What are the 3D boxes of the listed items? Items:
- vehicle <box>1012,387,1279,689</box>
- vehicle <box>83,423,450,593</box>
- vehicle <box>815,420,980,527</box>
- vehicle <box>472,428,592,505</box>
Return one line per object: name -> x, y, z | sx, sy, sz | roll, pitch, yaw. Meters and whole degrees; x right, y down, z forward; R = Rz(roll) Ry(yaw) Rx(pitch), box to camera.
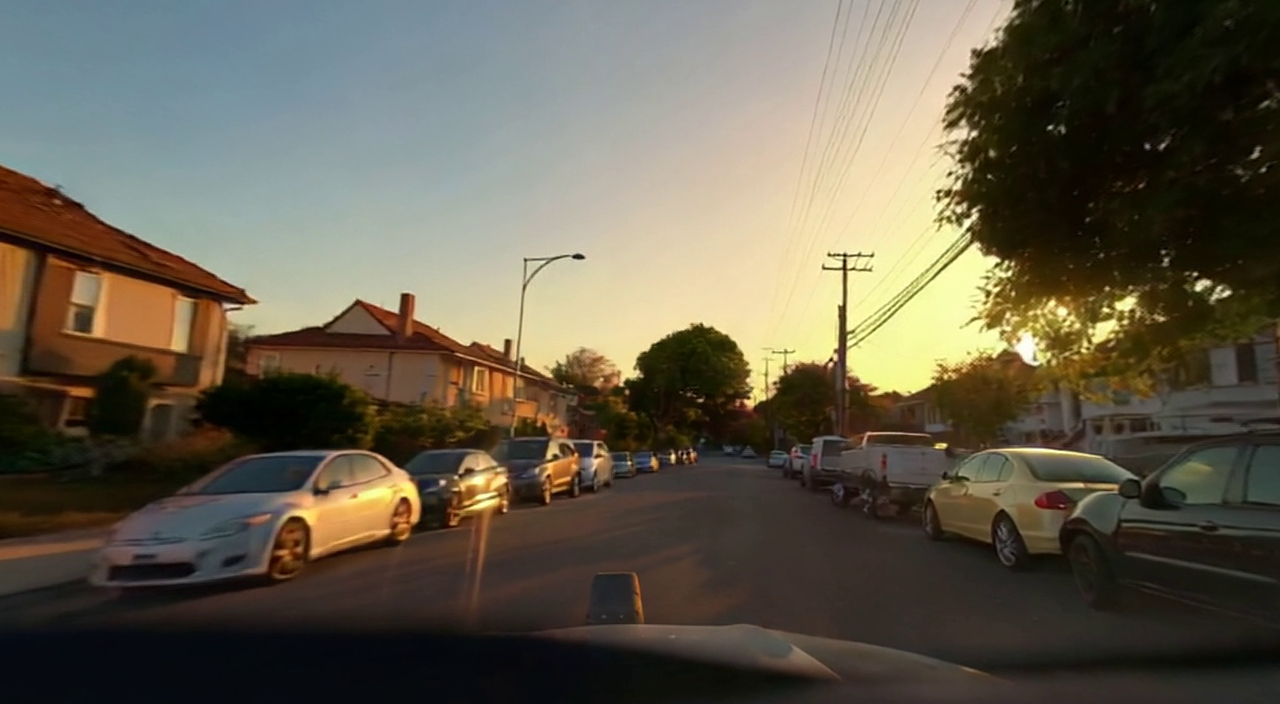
vehicle -> 4.907, 1.302, 4.389 | 2.055, 1.763, 5.134 | 4, -10, 6
vehicle -> -4.506, 1.903, 8.694 | 1.909, 1.675, 4.442 | -1, -8, 8
vehicle -> 5.840, 2.793, 15.243 | 2.237, 2.071, 5.332 | -1, -8, 7
vehicle -> -2.931, 3.267, 18.473 | 2.034, 1.923, 4.713 | -1, -8, 9
